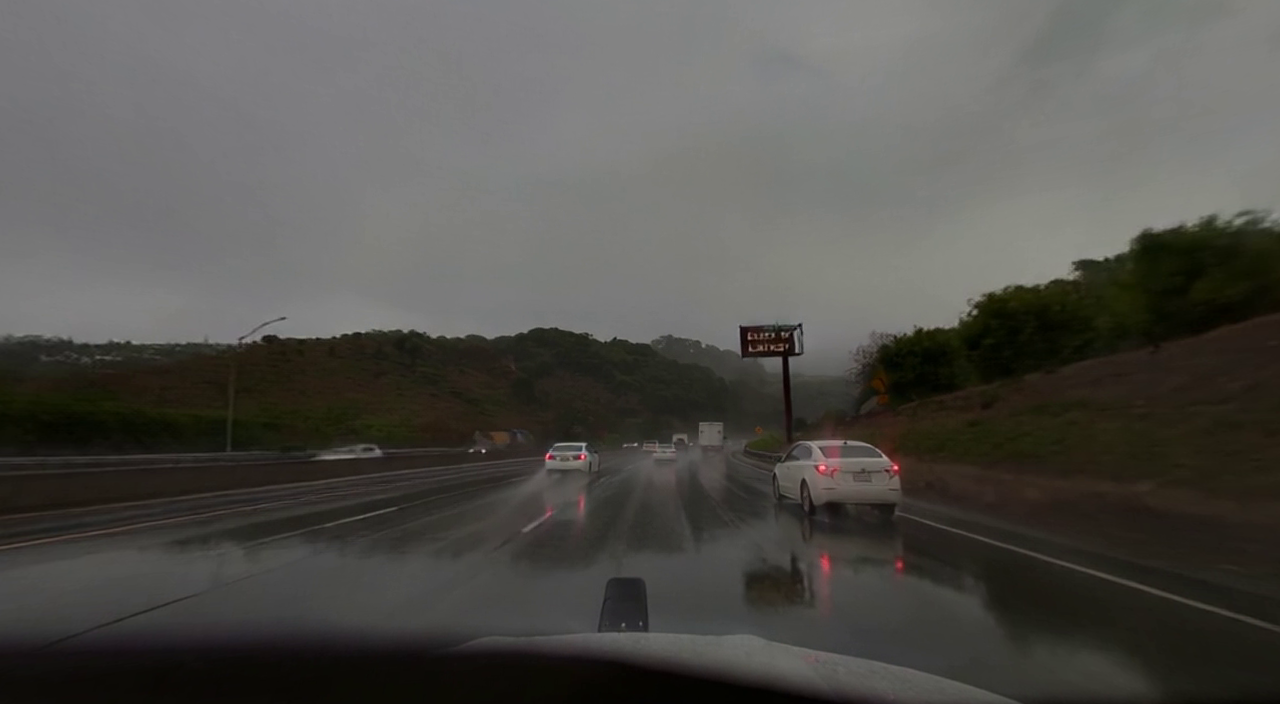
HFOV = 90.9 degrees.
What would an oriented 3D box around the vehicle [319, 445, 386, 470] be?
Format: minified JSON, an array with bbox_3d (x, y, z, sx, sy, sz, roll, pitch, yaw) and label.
[{"bbox_3d":[-18.858,6.923,41.639,1.974,1.513,4.705,-1,-8,4],"label":"vehicle"}]

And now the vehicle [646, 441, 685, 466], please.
[{"bbox_3d":[1.586,6.184,38.526,2.202,1.467,3.929,-1,-8,3],"label":"vehicle"}]

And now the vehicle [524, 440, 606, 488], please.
[{"bbox_3d":[-2.491,3.896,22.292,2.031,1.491,4.792,-1,-8,3],"label":"vehicle"}]

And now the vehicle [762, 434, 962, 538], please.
[{"bbox_3d":[3.613,2.251,11.266,2.013,1.464,4.317,0,-8,0],"label":"vehicle"}]
